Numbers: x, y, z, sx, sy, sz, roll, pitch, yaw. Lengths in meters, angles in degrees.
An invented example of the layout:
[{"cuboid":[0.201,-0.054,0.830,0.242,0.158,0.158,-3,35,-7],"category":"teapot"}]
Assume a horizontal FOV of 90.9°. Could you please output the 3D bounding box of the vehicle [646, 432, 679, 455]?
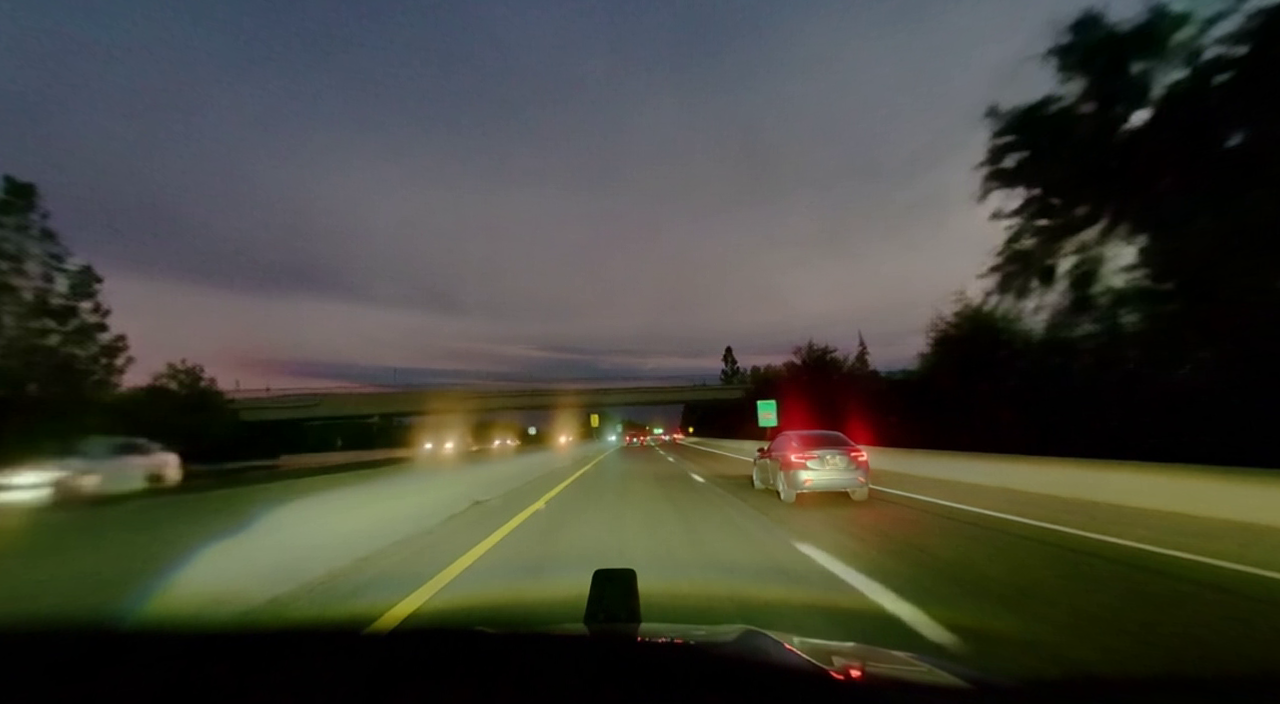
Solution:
[{"cuboid":[1.509,6.233,43.087,1.981,1.490,3.449,0,-8,-3],"category":"vehicle"}]
